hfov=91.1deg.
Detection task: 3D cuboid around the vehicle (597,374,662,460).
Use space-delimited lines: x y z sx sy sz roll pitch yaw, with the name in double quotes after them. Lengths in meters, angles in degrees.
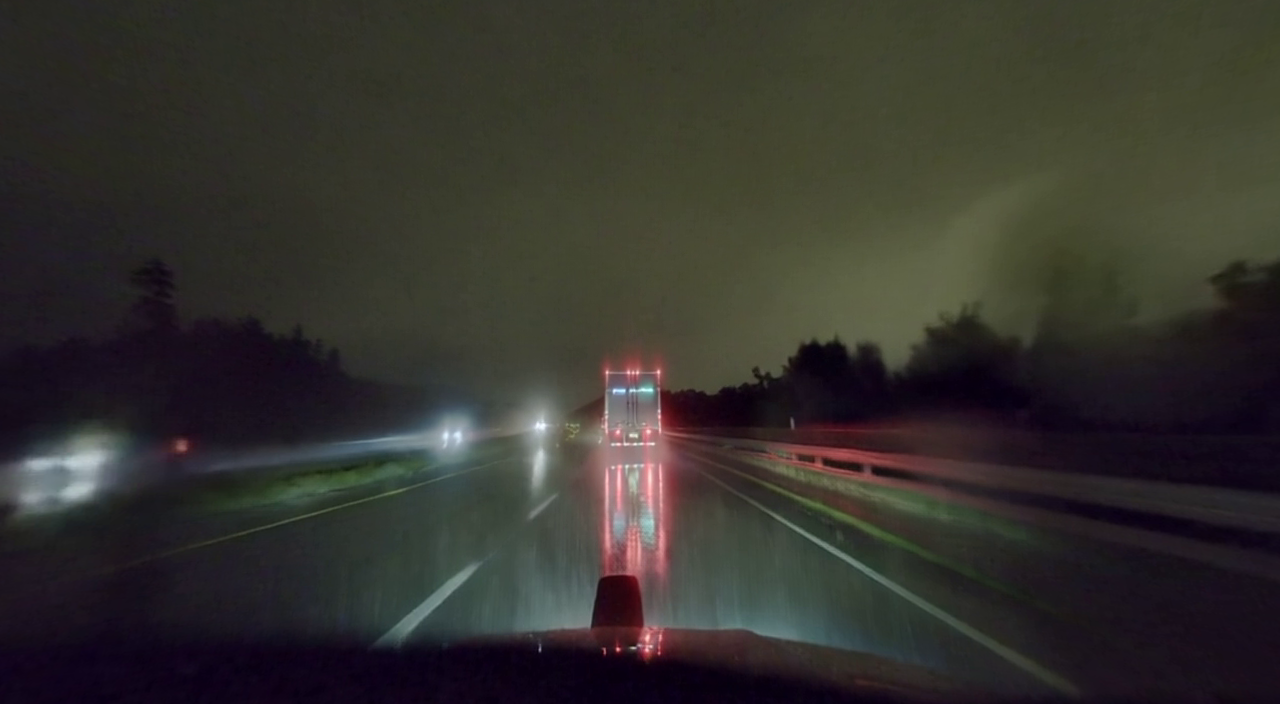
-0.714 3.726 34.589 3.023 3.965 10.402 0 -8 -3 "vehicle"
